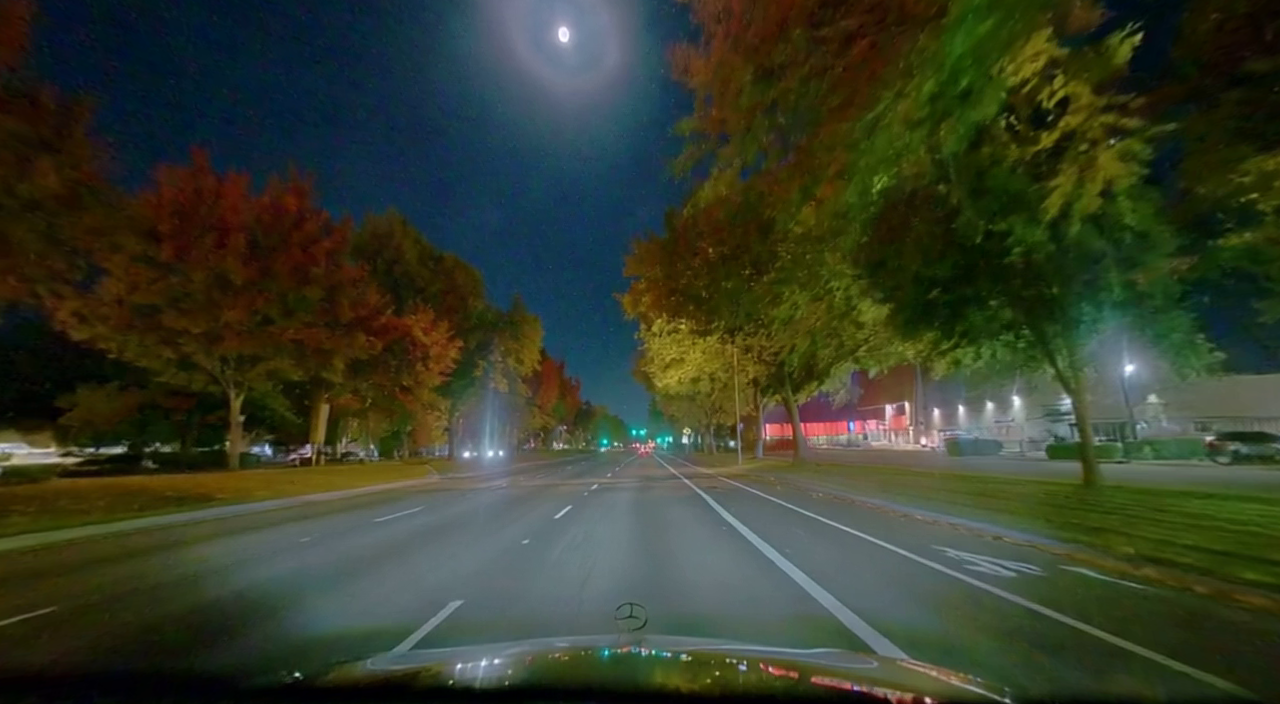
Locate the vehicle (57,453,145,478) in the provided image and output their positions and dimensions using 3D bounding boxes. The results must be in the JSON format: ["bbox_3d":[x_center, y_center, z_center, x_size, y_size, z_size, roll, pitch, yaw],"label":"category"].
[{"bbox_3d":[-39.122,8.259,45.945,2.180,1.655,4.689,0,-9,1],"label":"vehicle"}]

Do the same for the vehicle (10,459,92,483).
[{"bbox_3d":[-41.970,8.478,45.065,1.896,1.537,3.971,-1,-9,3],"label":"vehicle"}]
